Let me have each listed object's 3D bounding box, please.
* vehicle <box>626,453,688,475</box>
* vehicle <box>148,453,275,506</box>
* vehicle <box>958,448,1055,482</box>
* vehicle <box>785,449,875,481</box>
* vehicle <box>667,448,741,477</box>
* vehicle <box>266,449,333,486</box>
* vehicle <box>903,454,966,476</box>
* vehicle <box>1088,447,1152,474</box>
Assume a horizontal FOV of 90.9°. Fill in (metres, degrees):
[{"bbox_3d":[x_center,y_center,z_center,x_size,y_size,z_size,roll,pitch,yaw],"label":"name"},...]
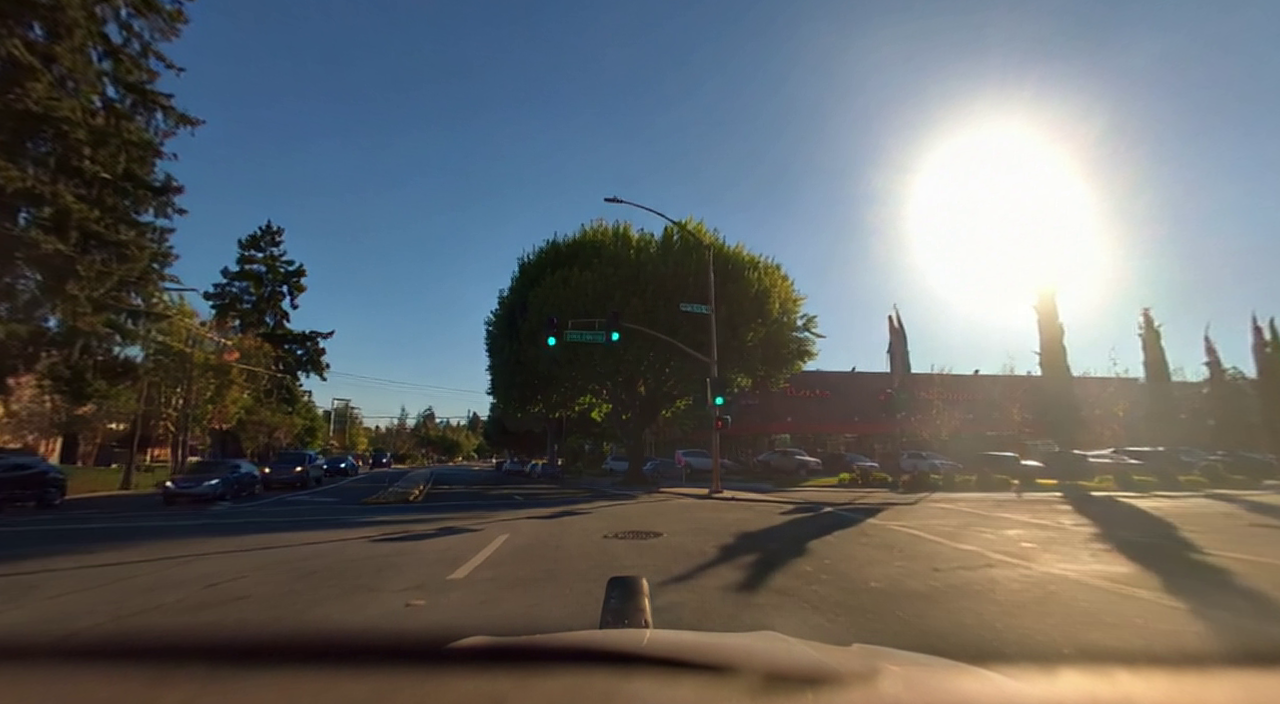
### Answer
[{"bbox_3d":[1.244,8.207,46.175,4.257,1.474,1.751,4,-9,-25],"label":"vehicle"},{"bbox_3d":[-14.274,4.221,21.364,1.961,1.492,4.702,2,-9,-14],"label":"vehicle"},{"bbox_3d":[19.779,6.052,34.040,4.530,1.696,1.979,3,-9,-19],"label":"vehicle"},{"bbox_3d":[10.639,6.299,35.297,4.375,1.685,2.045,3,-9,-18],"label":"vehicle"},{"bbox_3d":[4.245,7.247,41.458,4.669,1.770,1.896,6,-10,-35],"label":"vehicle"},{"bbox_3d":[-18.303,6.173,34.151,2.049,1.817,5.292,2,-9,-16],"label":"vehicle"},{"bbox_3d":[20.402,7.793,43.640,4.324,1.437,1.865,6,-10,-33],"label":"vehicle"},{"bbox_3d":[35.162,7.891,46.124,4.689,1.888,2.114,5,-10,-33],"label":"vehicle"}]
